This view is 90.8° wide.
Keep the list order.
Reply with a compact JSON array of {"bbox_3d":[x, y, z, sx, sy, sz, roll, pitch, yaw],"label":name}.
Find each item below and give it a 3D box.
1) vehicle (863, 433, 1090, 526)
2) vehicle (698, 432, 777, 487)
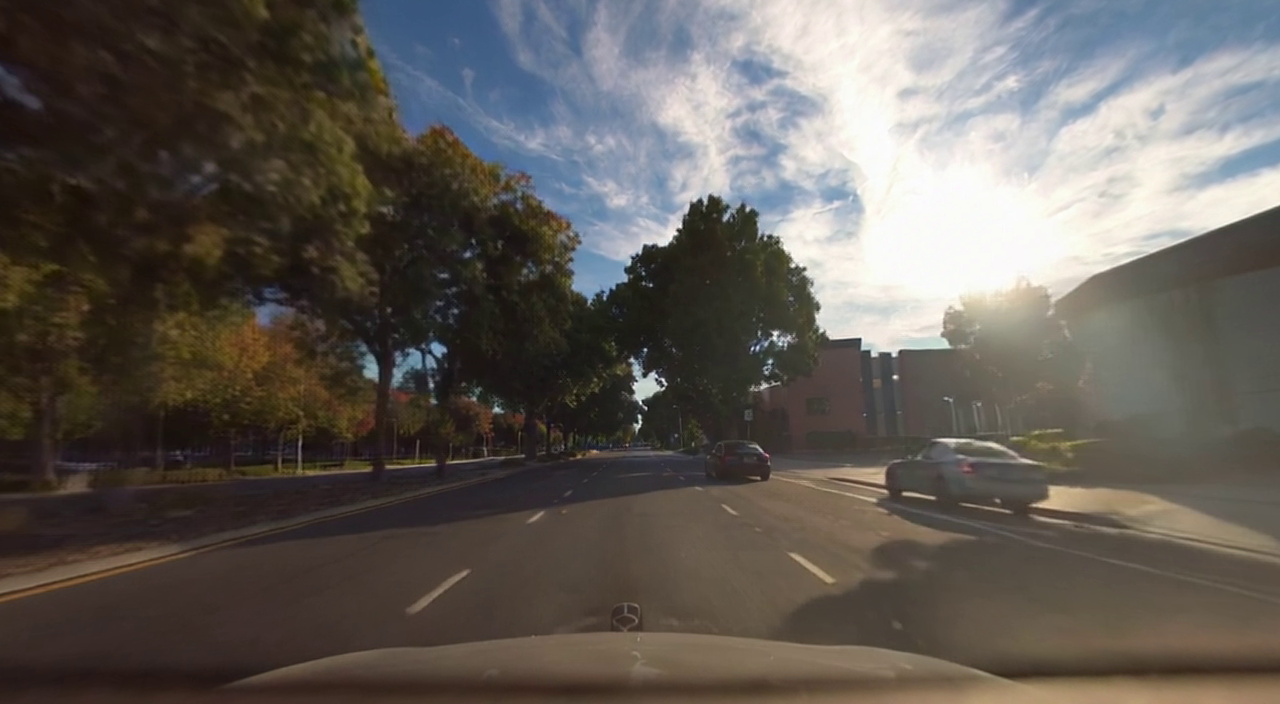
[{"bbox_3d":[6.720,2.555,13.449,1.918,1.544,4.871,-1,-8,-3],"label":"vehicle"},{"bbox_3d":[3.371,3.819,22.781,2.083,1.743,4.354,0,-8,-1],"label":"vehicle"}]
